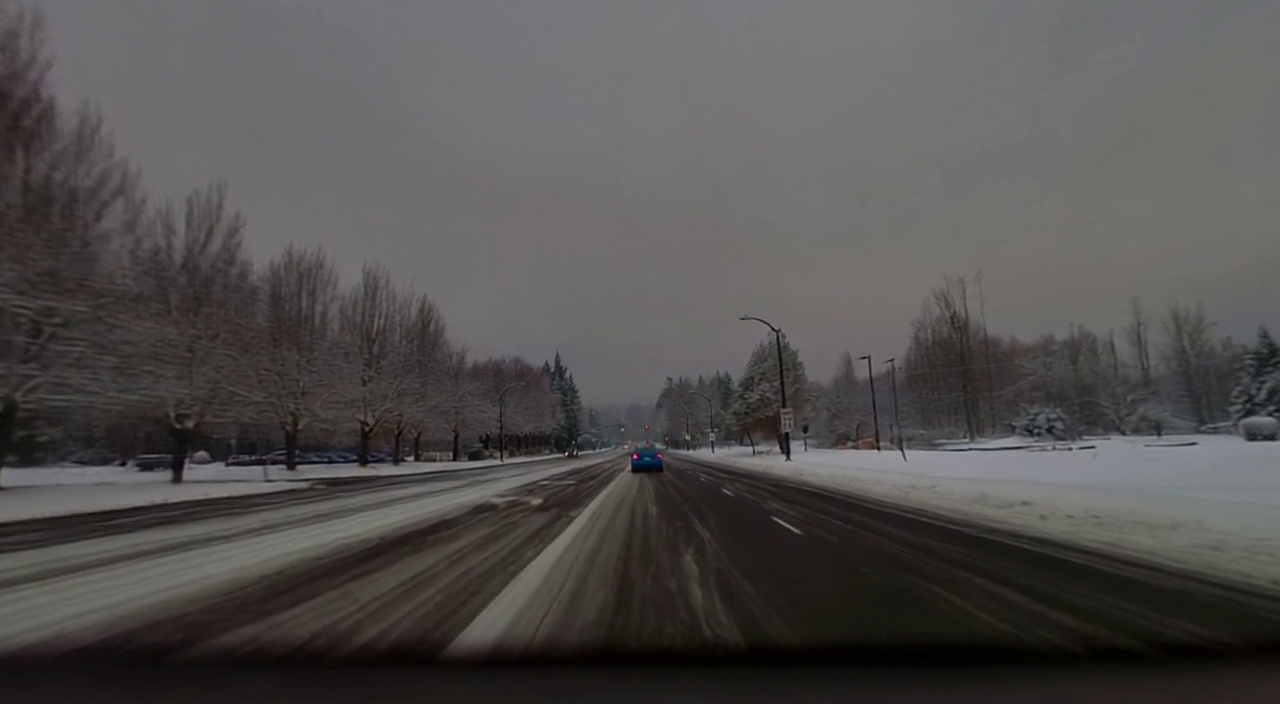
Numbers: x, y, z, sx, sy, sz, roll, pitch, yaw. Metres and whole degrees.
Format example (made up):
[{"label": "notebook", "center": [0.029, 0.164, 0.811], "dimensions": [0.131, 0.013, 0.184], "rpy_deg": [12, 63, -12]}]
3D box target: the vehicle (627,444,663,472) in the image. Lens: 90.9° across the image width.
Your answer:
[{"label": "vehicle", "center": [0.250, 6.113, 36.658], "dimensions": [1.978, 1.499, 3.915], "rpy_deg": [0, -8, -1]}]
